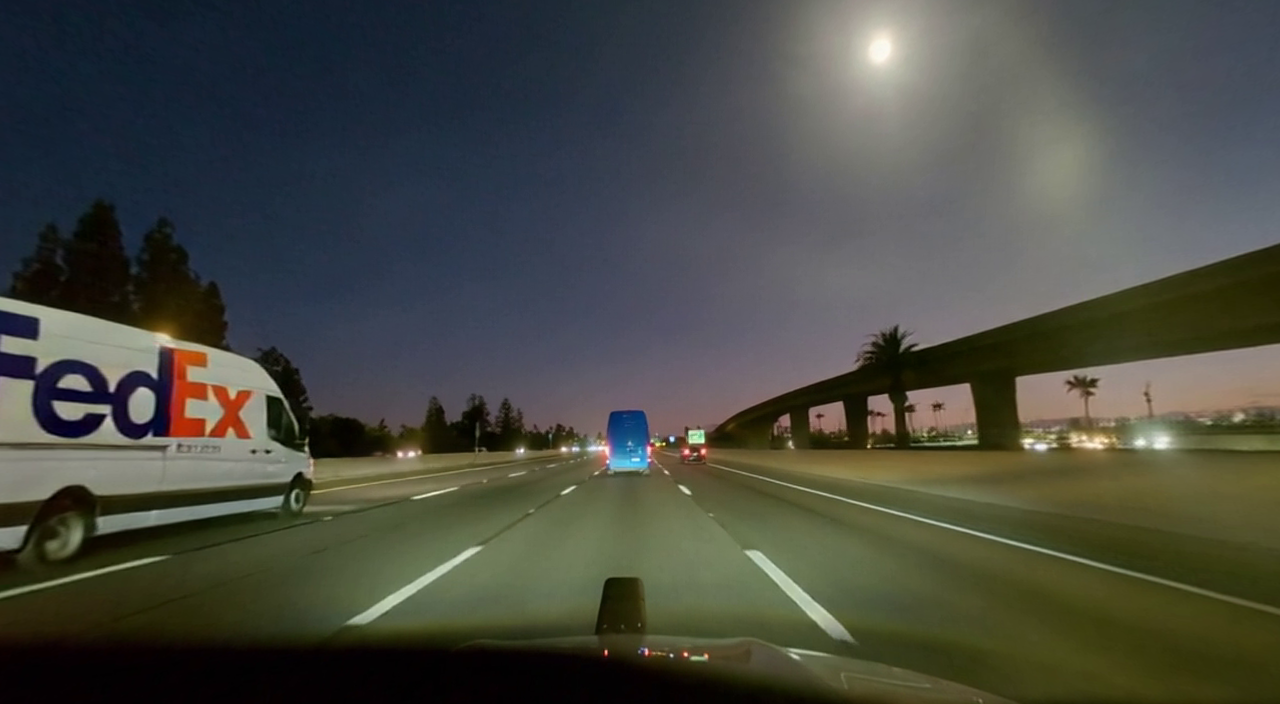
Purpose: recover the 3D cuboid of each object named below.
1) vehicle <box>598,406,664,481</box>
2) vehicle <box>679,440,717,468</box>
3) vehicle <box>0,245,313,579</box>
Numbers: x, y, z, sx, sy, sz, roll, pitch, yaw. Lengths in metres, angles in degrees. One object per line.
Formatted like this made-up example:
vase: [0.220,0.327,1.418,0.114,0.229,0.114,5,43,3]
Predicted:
vehicle: [-0.235,3.868,26.498,2.476,2.776,5.598,0,-9,2]
vehicle: [3.548,6.306,39.074,1.987,1.648,3.984,0,-9,-1]
vehicle: [-7.656,0.989,8.282,2.965,3.178,7.188,-2,-9,-1]
